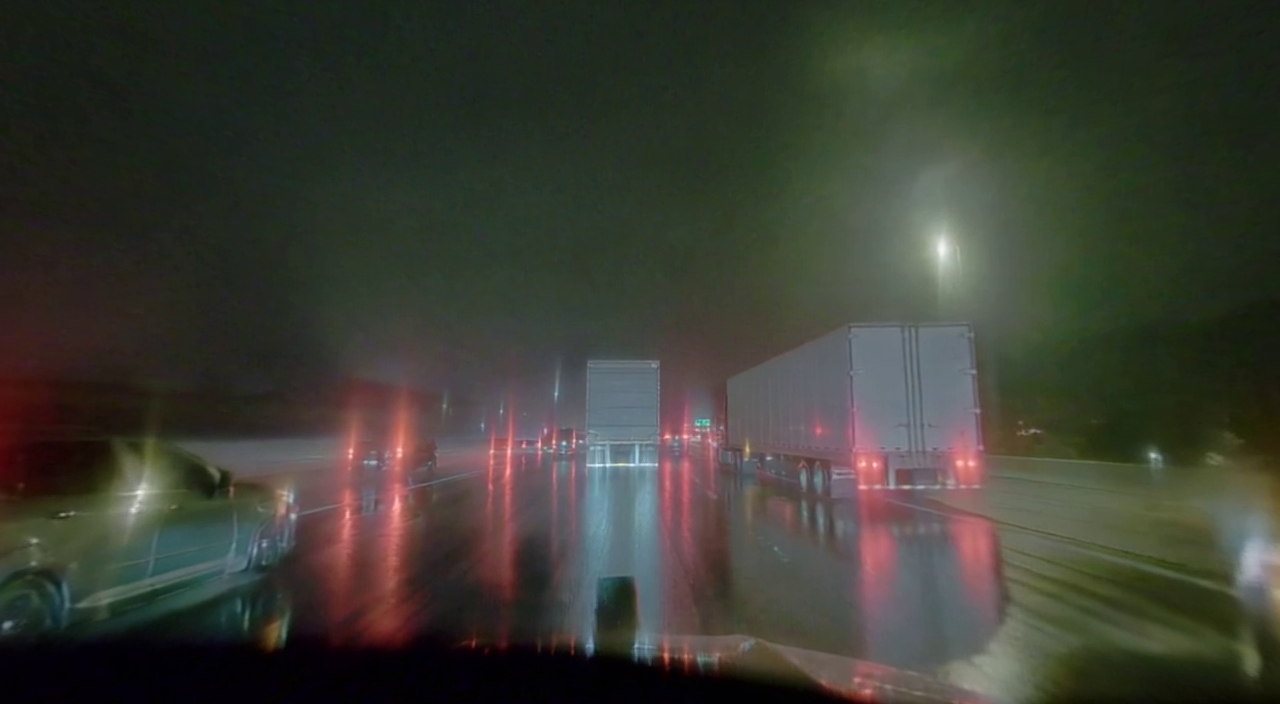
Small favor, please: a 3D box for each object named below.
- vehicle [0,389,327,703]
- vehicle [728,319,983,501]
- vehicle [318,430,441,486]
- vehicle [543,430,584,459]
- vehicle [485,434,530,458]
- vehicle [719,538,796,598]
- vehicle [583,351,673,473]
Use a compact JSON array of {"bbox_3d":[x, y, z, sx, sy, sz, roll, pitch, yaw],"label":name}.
[{"bbox_3d":[-3.865,1.067,3.923,1.882,1.493,3.828,0,-8,-1],"label":"vehicle"},{"bbox_3d":[5.648,2.160,20.683,2.863,3.936,14.058,0,-8,-3],"label":"vehicle"},{"bbox_3d":[-7.806,3.184,19.350,1.909,1.479,4.425,0,-8,0],"label":"vehicle"},{"bbox_3d":[-4.559,5.569,38.116,1.986,1.612,4.155,0,-8,0],"label":"vehicle"},{"bbox_3d":[-8.636,6.117,41.250,2.019,1.471,4.347,0,-8,0],"label":"vehicle"},{"bbox_3d":[5.177,9.592,28.113,2.835,2.000,2.696,0,-7,-2],"label":"vehicle"},{"bbox_3d":[-0.540,2.632,25.766,2.938,4.033,9.980,0,-8,-2],"label":"vehicle"}]
